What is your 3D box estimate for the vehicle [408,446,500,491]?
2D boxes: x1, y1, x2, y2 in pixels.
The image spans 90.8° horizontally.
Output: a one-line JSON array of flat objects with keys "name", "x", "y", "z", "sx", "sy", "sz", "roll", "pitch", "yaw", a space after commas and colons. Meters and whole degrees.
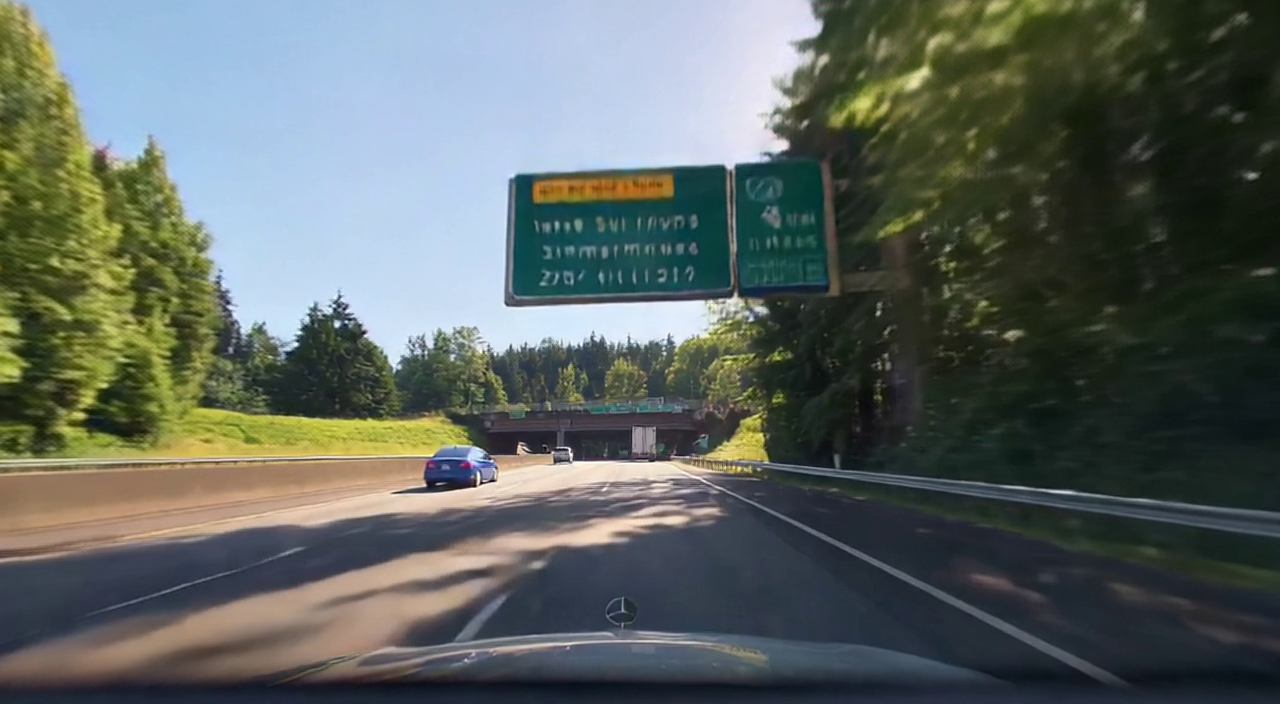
[{"name": "vehicle", "x": -6.790, "y": 4.268, "z": 23.571, "sx": 2.038, "sy": 1.489, "sz": 4.603, "roll": 0, "pitch": -9, "yaw": 0}]
